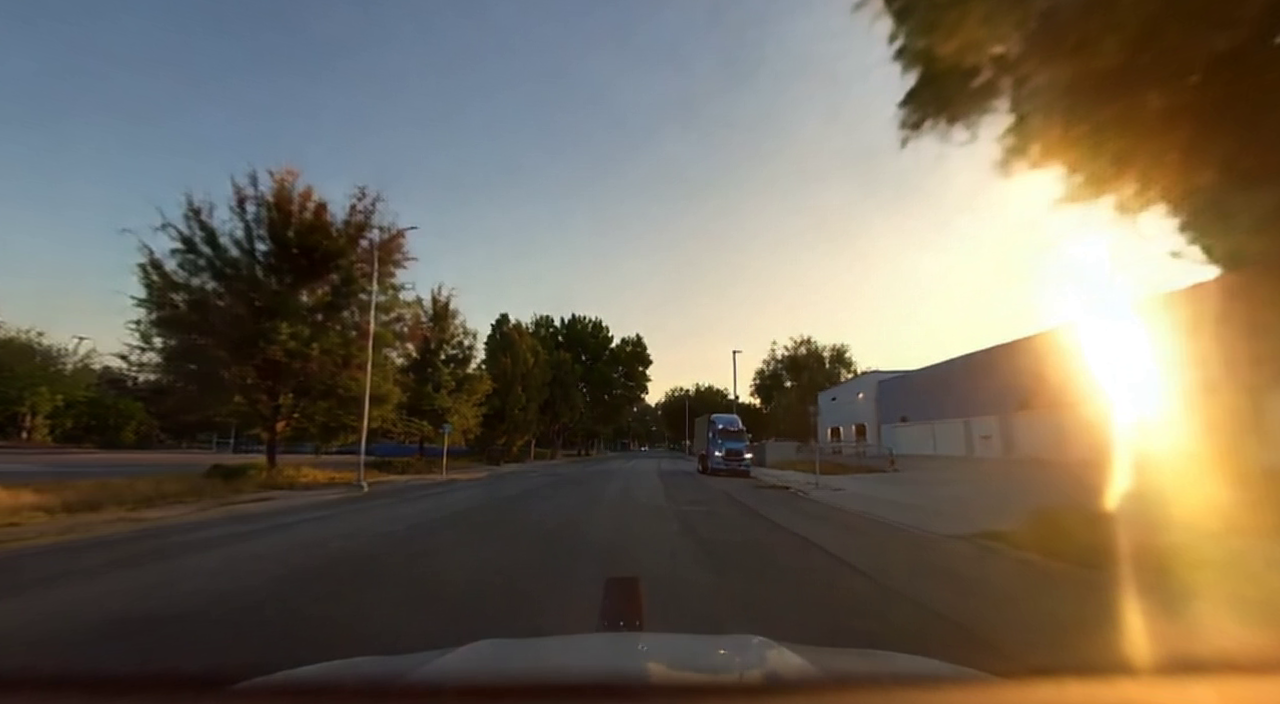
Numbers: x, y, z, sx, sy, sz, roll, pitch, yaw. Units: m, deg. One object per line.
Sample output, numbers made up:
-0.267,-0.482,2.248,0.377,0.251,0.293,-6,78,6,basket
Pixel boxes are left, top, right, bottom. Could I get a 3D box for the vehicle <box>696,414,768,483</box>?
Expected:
4.804,5.227,34.250,3.019,3.303,6.252,1,-9,0,vehicle
